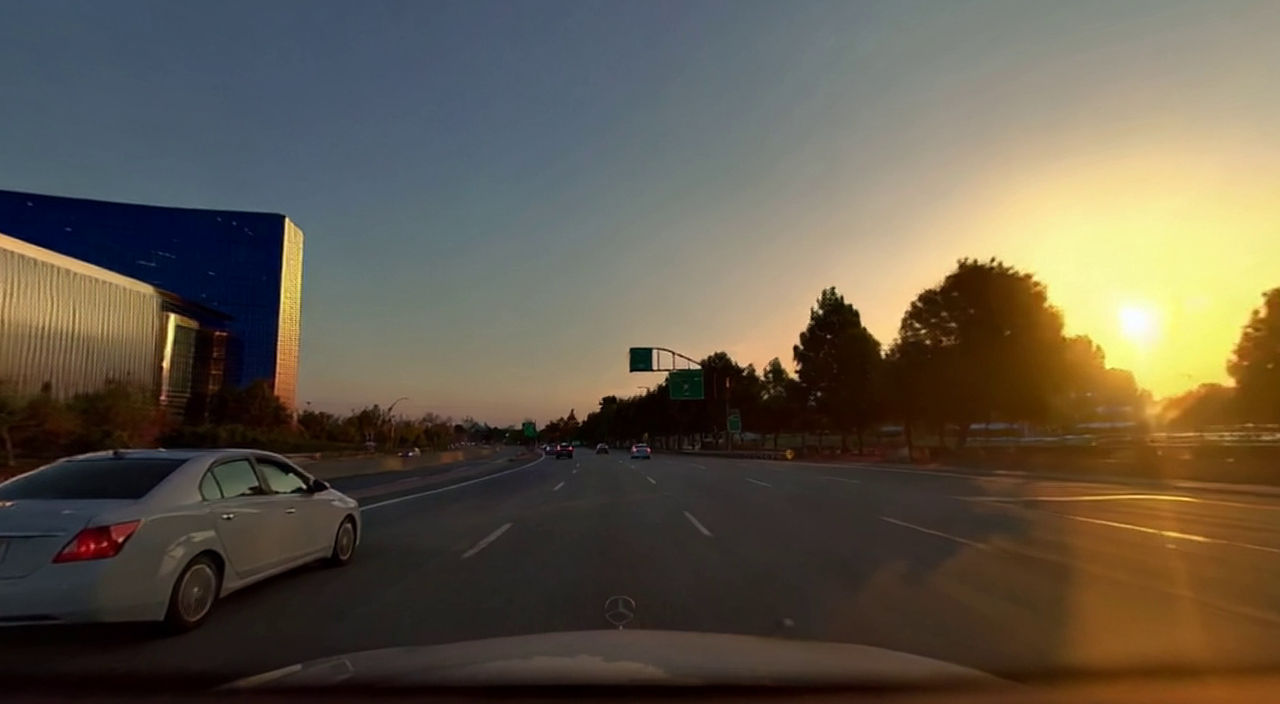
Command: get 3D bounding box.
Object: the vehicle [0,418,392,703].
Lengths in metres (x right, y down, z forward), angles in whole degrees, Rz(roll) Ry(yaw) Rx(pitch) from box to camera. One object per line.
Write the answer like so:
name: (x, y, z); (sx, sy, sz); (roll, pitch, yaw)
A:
vehicle: (-3.999, 1.399, 5.394); (2.018, 1.476, 4.364); (0, -8, -1)
